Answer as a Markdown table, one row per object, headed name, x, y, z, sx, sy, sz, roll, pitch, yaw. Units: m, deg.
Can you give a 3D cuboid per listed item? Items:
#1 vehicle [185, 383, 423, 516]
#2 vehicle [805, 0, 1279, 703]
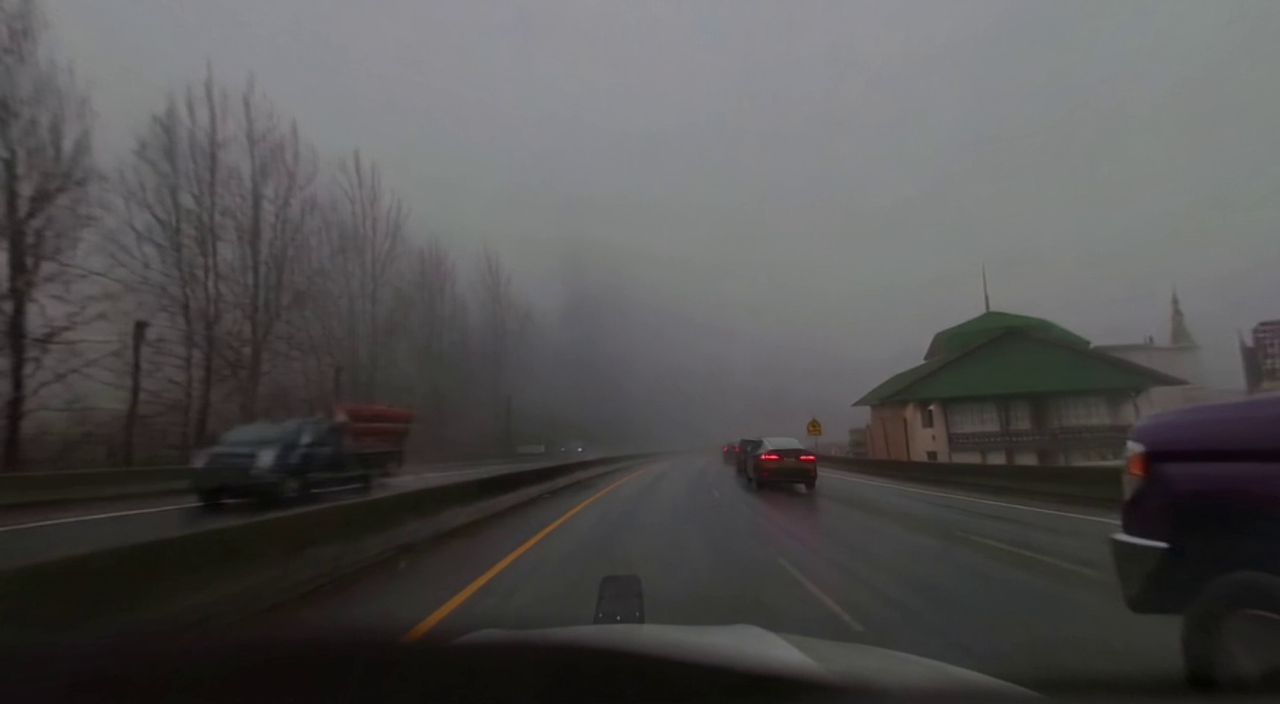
| name | x | y | z | sx | sy | sz | roll | pitch | yaw |
| --- | --- | --- | --- | --- | --- | --- | --- | --- | --- |
| vehicle | -8.250 | 2.541 | 16.456 | 2.492 | 2.808 | 5.904 | -2 | -9 | 6 |
| vehicle | 3.893 | 0.128 | 1.647 | 2.916 | 3.563 | 14.462 | -1 | -9 | 0 |
